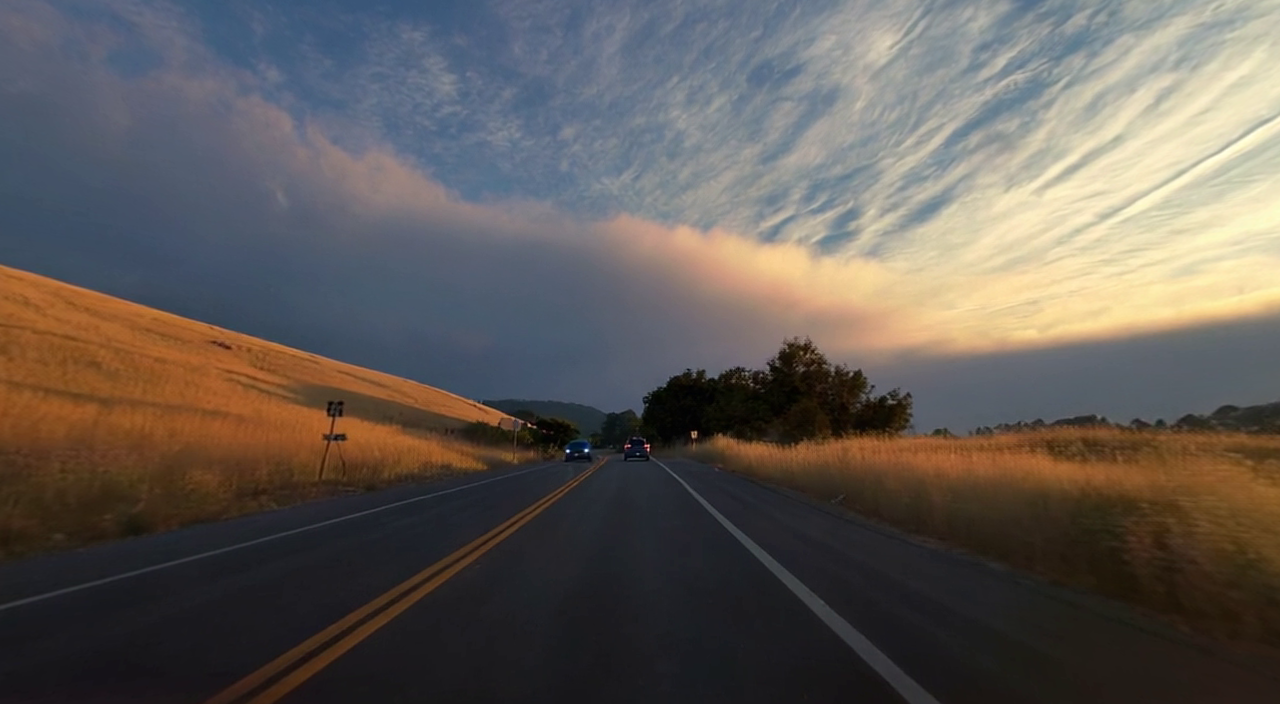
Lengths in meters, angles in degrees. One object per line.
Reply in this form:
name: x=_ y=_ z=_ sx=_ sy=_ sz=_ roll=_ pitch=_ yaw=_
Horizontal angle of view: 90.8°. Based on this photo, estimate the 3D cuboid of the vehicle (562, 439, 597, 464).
vehicle: x=-4.630 y=7.702 z=49.073 sx=2.236 sy=1.848 sz=4.683 roll=0 pitch=-9 yaw=0

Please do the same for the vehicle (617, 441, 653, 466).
vehicle: x=-0.327 y=6.391 z=39.996 sx=2.186 sy=1.486 sz=3.861 roll=0 pitch=-9 yaw=0
